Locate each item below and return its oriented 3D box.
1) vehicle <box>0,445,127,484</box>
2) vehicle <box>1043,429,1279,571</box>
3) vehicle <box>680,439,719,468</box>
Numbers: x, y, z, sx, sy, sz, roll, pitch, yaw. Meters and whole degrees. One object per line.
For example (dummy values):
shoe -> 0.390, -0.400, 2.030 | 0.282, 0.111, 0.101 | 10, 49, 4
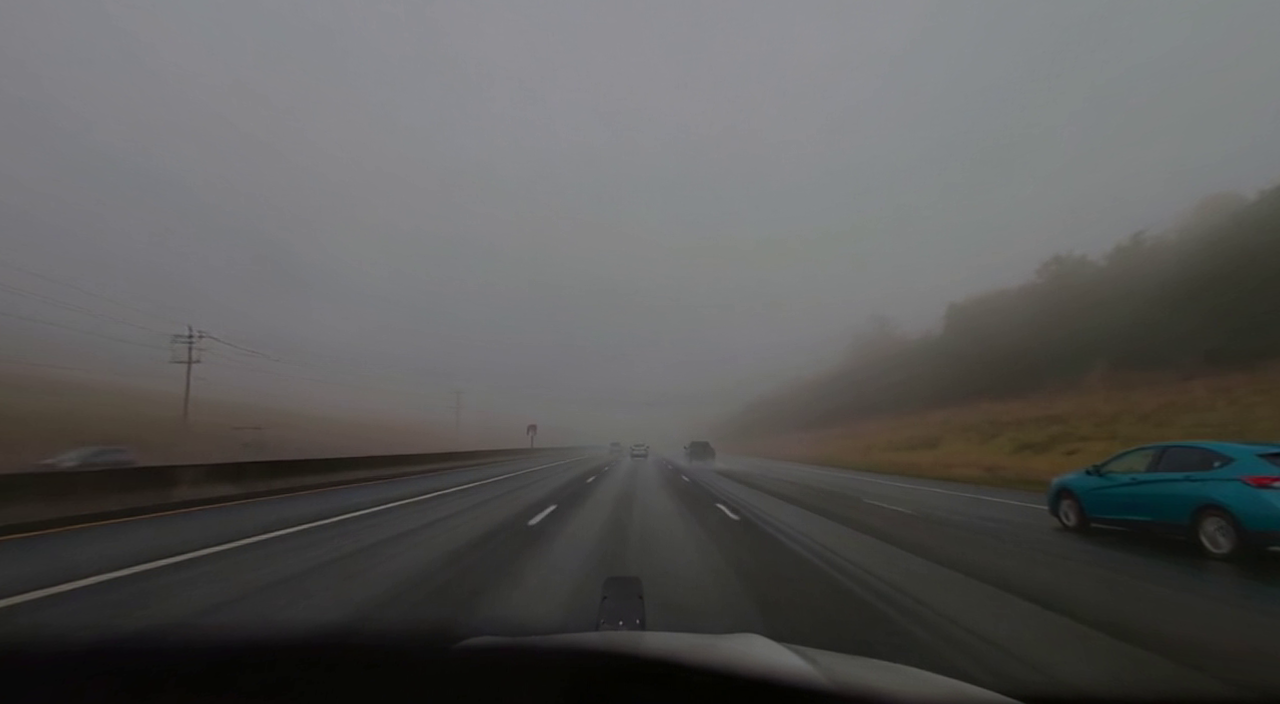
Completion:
vehicle -> -23.609, 4.578, 25.941 | 1.655, 1.474, 3.715 | 0, -8, 2
vehicle -> 8.052, 1.881, 8.578 | 1.970, 1.545, 4.818 | 0, -8, 0
vehicle -> 3.826, 6.596, 41.189 | 2.159, 1.782, 4.673 | 0, -8, 0
